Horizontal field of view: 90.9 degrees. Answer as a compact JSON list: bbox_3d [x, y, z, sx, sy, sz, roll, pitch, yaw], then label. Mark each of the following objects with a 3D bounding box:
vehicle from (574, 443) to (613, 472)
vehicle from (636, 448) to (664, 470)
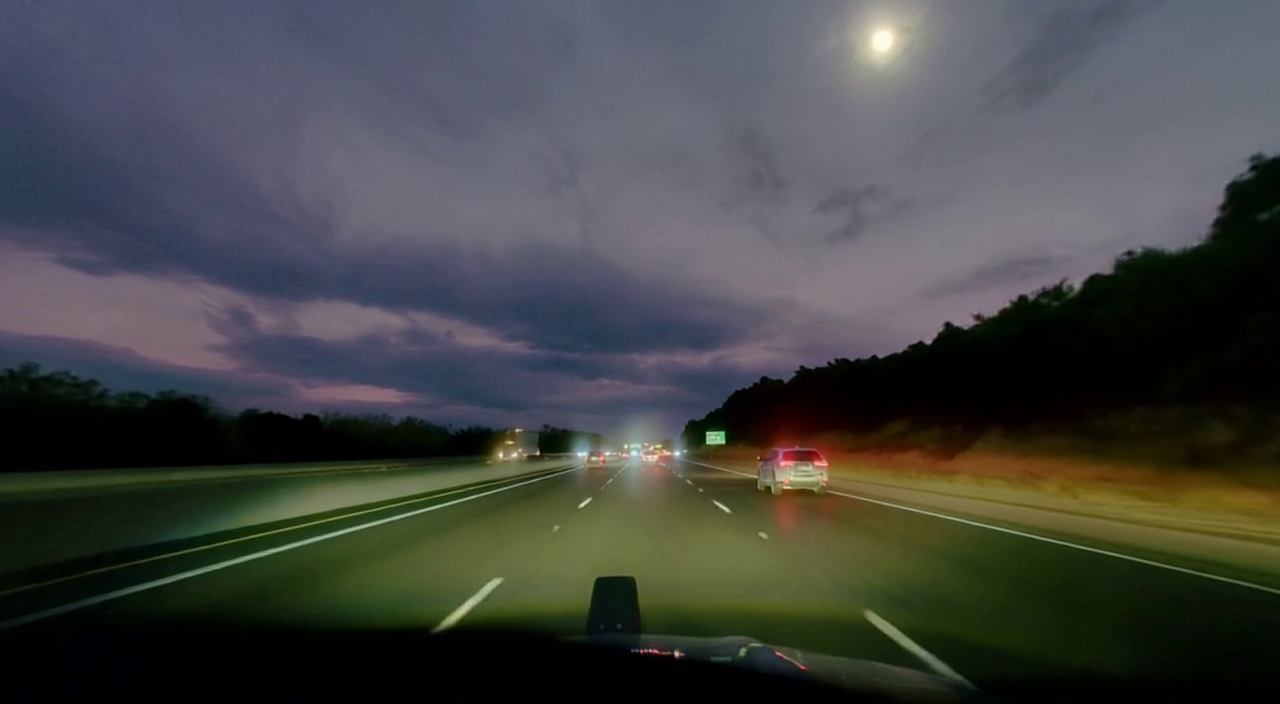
[{"bbox_3d":[-2.972,6.844,40.937,2.143,1.770,4.283,0,-9,1],"label":"vehicle"},{"bbox_3d":[0.750,8.073,47.658,2.036,1.519,4.225,0,-9,0],"label":"vehicle"}]
